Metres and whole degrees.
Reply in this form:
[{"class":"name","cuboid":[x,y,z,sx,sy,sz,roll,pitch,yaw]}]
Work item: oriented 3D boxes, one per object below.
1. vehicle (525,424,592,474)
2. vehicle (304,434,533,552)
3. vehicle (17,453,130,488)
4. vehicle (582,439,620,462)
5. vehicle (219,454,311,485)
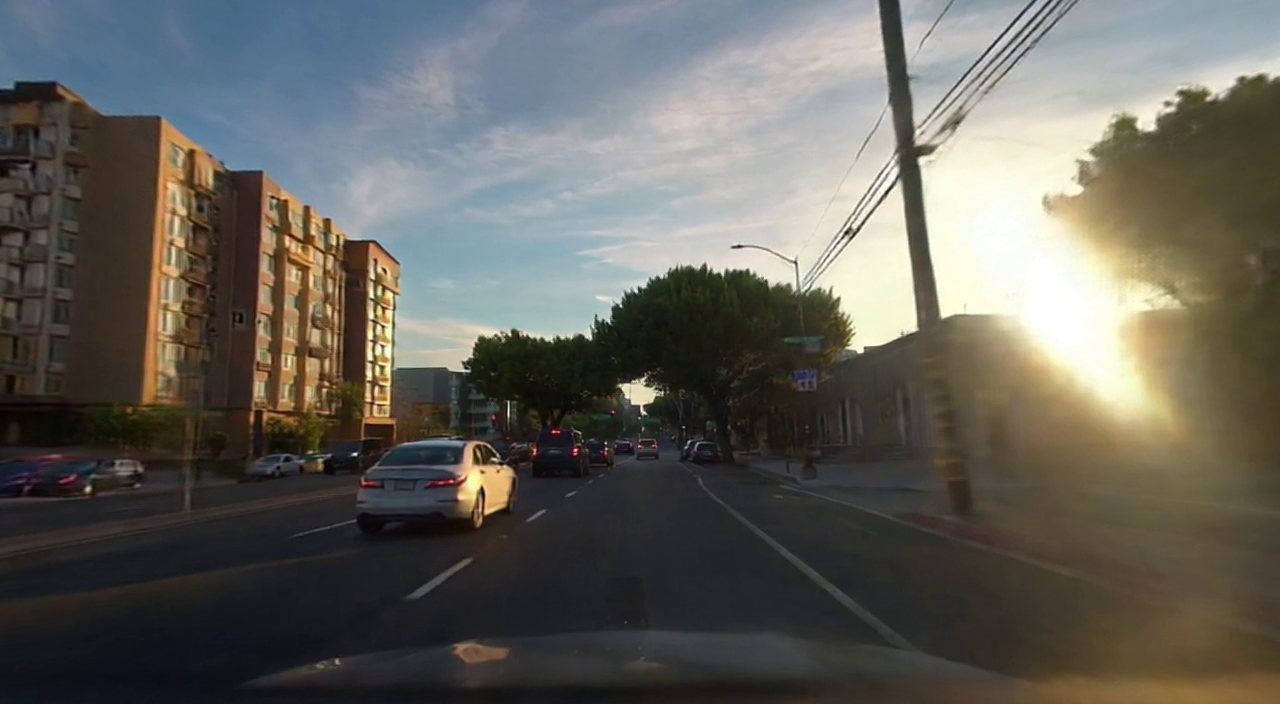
[{"class":"vehicle","cuboid":[-3.408,4.193,27.300,2.152,1.987,4.527,0,-9,1]},{"class":"vehicle","cuboid":[-3.031,2.023,9.769,1.959,1.406,4.272,0,-9,1]},{"class":"vehicle","cuboid":[-28.704,5.995,32.115,1.859,1.614,4.102,0,-9,1]},{"class":"vehicle","cuboid":[-2.600,6.727,43.105,2.246,1.481,4.146,0,-9,1]},{"class":"vehicle","cuboid":[-19.676,6.153,33.356,1.878,1.472,4.736,0,-9,1]}]
